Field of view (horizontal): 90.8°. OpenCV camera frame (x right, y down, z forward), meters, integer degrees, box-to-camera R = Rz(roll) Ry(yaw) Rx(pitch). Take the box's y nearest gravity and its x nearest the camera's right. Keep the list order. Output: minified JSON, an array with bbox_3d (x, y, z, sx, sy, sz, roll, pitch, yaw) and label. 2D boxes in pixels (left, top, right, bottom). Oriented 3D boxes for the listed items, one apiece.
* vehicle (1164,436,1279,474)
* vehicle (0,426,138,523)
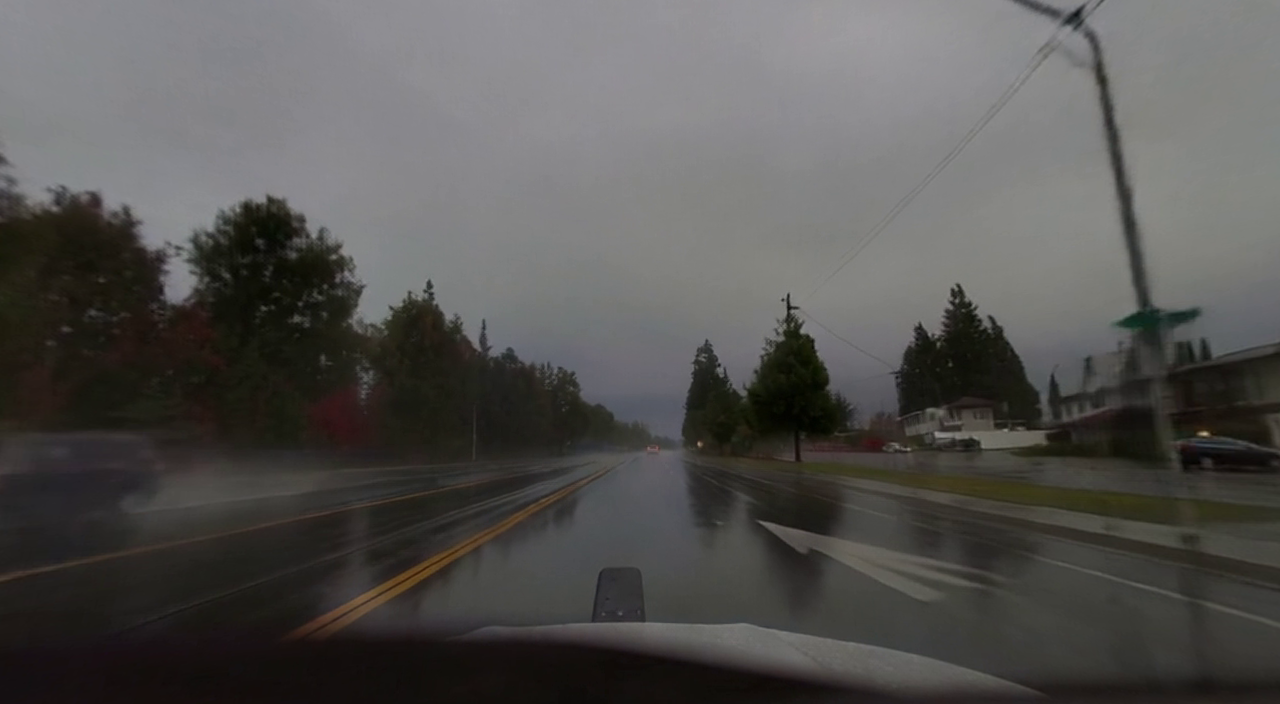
[{"bbox_3d":[26.384,4.574,28.060,4.580,1.598,2.010,1,-8,-6],"label":"vehicle"},{"bbox_3d":[-12.956,2.372,12.314,2.134,1.782,4.916,-1,-9,3],"label":"vehicle"}]
